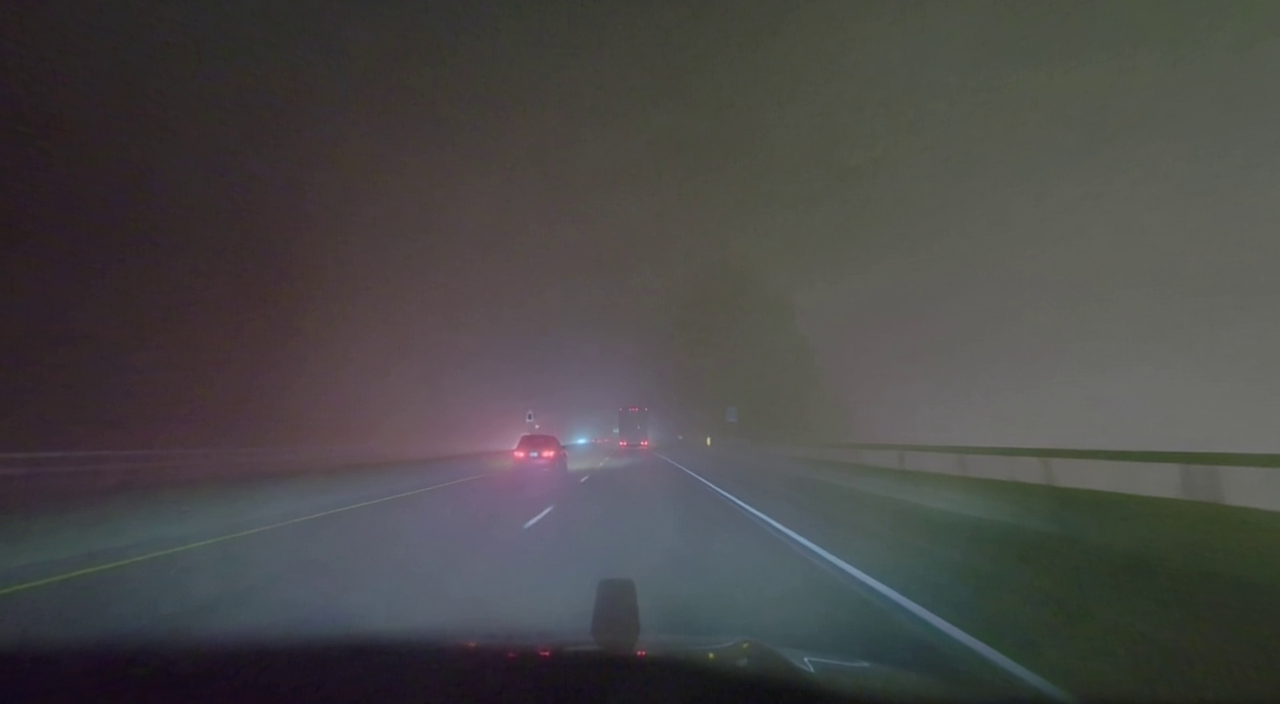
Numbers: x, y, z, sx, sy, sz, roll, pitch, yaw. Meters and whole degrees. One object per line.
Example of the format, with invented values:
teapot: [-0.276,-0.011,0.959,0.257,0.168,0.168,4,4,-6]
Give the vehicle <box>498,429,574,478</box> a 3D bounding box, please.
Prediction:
vehicle: [-3.802,3.763,23.847,2.123,1.655,4.688,0,-8,-1]
